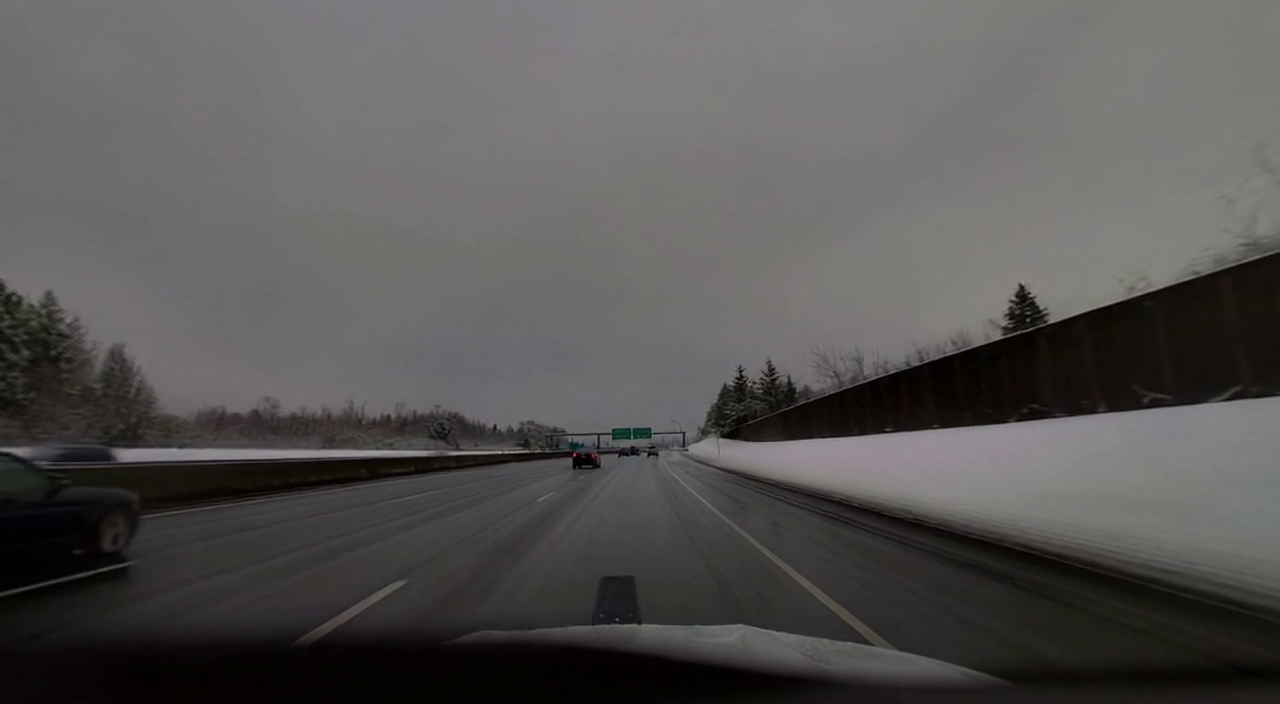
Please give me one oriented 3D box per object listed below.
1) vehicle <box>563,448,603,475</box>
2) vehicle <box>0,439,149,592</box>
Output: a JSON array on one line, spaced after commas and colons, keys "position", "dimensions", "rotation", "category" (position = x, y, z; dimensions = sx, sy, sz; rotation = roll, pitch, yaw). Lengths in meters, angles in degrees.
[{"position": [-3.246, 6.303, 36.287], "dimensions": [1.895, 1.482, 3.852], "rotation": [0, -9, 1], "category": "vehicle"}, {"position": [-7.686, 1.652, 6.180], "dimensions": [2.069, 1.566, 4.480], "rotation": [0, -9, -1], "category": "vehicle"}]
